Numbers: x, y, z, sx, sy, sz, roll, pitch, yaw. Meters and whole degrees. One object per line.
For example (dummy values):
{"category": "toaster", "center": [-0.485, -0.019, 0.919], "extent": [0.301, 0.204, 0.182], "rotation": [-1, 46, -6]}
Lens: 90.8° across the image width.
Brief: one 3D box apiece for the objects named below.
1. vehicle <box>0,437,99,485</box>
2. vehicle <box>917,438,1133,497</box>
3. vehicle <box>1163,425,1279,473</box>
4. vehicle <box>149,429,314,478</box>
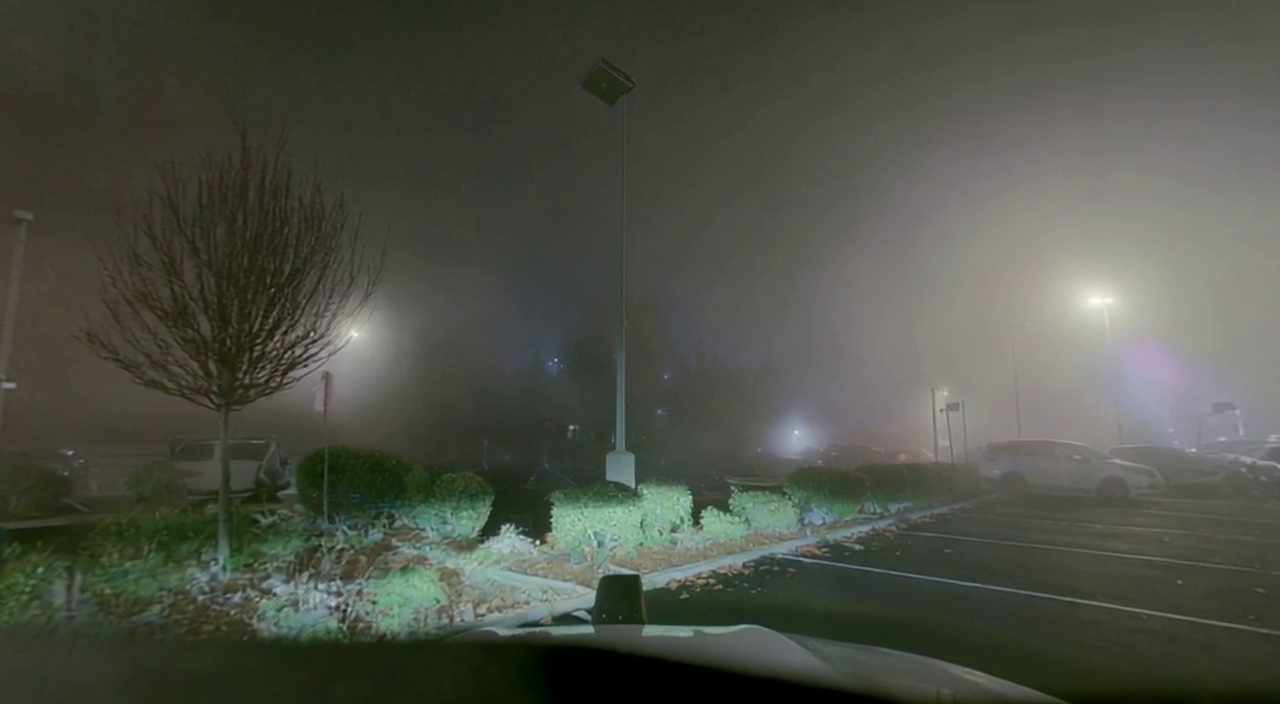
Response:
{"category": "vehicle", "center": [-19.421, 3.329, 19.335], "extent": [1.790, 1.396, 4.000], "rotation": [-8, -11, 40]}
{"category": "vehicle", "center": [10.671, 3.175, 17.792], "extent": [4.772, 1.441, 1.976], "rotation": [-8, -12, 43]}
{"category": "vehicle", "center": [23.439, 3.706, 24.218], "extent": [4.939, 1.664, 2.055], "rotation": [-10, -10, 42]}
{"category": "vehicle", "center": [-15.210, 3.781, 23.749], "extent": [1.921, 1.632, 4.752], "rotation": [-8, -11, 42]}
